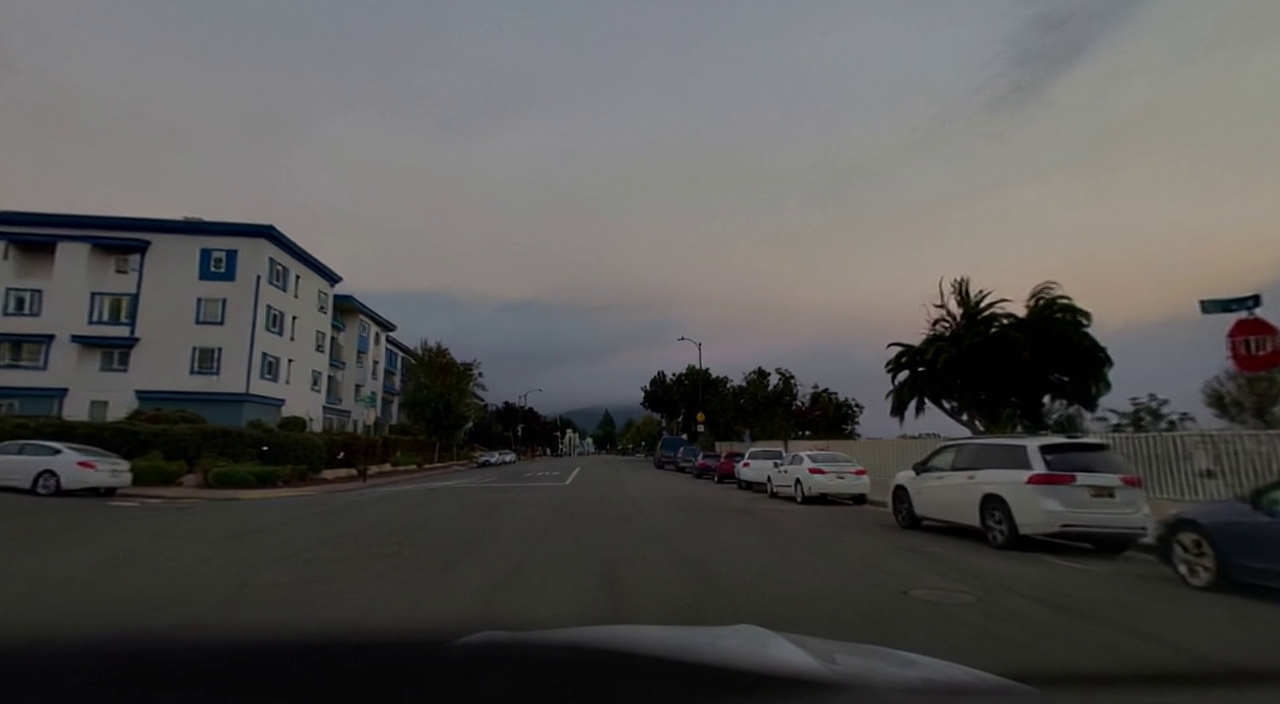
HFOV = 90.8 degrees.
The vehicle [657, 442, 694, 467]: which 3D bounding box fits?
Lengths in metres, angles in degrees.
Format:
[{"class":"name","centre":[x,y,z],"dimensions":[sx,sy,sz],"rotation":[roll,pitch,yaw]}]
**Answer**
[{"class":"vehicle","centre":[2.604,7.671,47.387],"dimensions":[2.386,1.752,4.376],"rotation":[0,-8,-3]}]

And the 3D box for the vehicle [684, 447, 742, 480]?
[{"class":"vehicle","centre":[3.518,5.473,31.380],"dimensions":[1.901,1.495,4.340],"rotation":[1,-8,-6]}]

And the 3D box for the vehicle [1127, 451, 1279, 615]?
[{"class":"vehicle","centre":[6.459,1.475,4.875],"dimensions":[1.900,1.368,4.176],"rotation":[0,-8,-3]}]

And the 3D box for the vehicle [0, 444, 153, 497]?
[{"class":"vehicle","centre":[-16.404,3.173,17.118],"dimensions":[4.603,1.335,1.889],"rotation":[2,-9,-14]}]

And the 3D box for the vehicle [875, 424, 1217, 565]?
[{"class":"vehicle","centre":[5.959,2.108,10.277],"dimensions":[1.917,1.704,4.840],"rotation":[1,-8,-7]}]

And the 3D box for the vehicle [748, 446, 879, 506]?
[{"class":"vehicle","centre":[5.012,3.622,19.118],"dimensions":[2.122,1.554,4.777],"rotation":[1,-8,-7]}]
